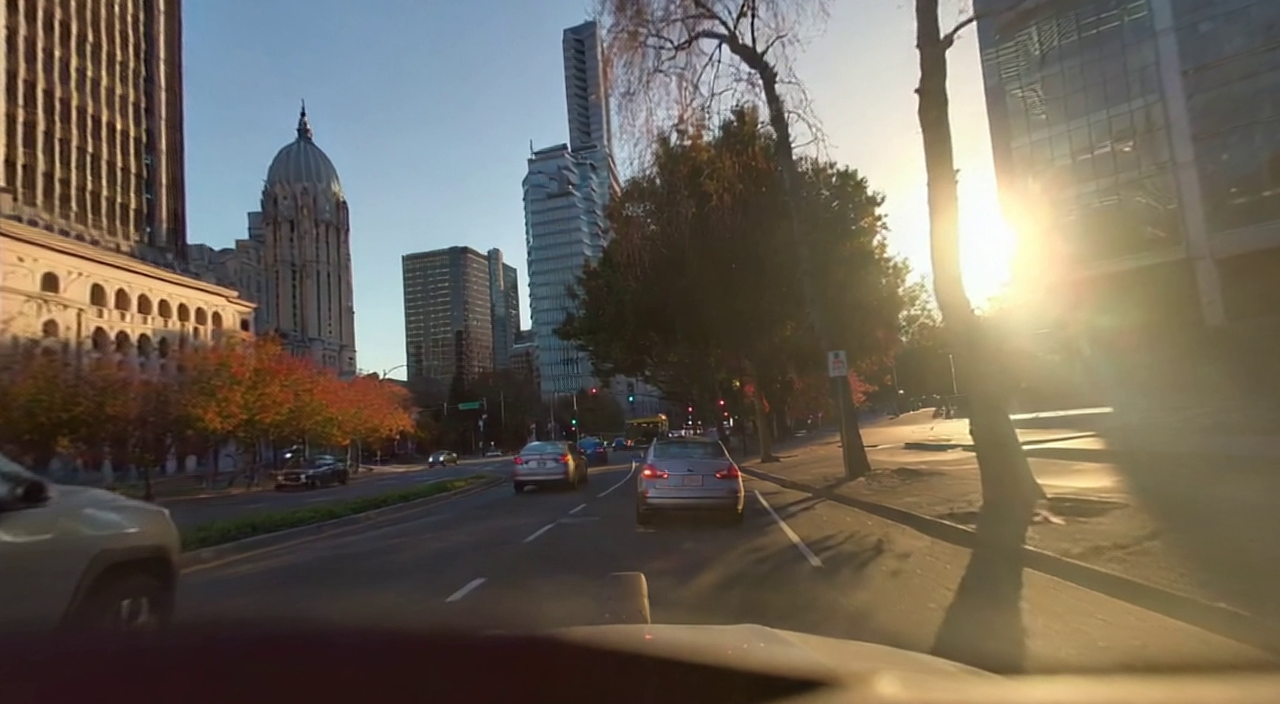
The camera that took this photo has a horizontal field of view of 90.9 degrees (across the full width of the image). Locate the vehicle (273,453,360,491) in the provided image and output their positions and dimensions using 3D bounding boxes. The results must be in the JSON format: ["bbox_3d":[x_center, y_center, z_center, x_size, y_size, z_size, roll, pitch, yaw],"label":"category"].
[{"bbox_3d":[-16.866,6.256,33.231,2.024,1.782,4.827,0,-9,0],"label":"vehicle"}]

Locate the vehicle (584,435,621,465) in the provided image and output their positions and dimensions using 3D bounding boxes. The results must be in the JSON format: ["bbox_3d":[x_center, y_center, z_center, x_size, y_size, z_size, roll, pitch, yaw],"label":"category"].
[{"bbox_3d":[-2.325,6.131,39.683,1.969,1.764,4.160,0,-9,1],"label":"vehicle"}]

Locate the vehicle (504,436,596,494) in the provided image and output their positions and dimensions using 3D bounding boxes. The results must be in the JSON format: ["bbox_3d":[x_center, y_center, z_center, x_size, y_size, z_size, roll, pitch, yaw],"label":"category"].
[{"bbox_3d":[-2.505,3.279,18.655,1.961,1.517,4.202,0,-9,2],"label":"vehicle"}]

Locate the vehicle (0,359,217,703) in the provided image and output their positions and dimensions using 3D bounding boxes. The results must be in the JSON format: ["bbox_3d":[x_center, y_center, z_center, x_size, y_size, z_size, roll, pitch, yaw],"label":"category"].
[{"bbox_3d":[-3.312,0.743,1.617,1.848,1.641,3.686,0,-9,0],"label":"vehicle"}]

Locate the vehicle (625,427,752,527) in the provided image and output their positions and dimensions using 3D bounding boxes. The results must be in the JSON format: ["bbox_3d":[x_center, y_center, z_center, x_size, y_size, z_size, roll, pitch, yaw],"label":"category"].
[{"bbox_3d":[0.754,2.206,11.624,1.933,1.504,3.802,0,-9,0],"label":"vehicle"}]

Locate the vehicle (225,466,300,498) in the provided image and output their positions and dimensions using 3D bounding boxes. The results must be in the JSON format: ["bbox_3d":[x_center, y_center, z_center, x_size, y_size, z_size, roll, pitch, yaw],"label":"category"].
[{"bbox_3d":[-23.551,8.086,39.591,2.003,1.747,4.505,0,-9,-2],"label":"vehicle"}]
